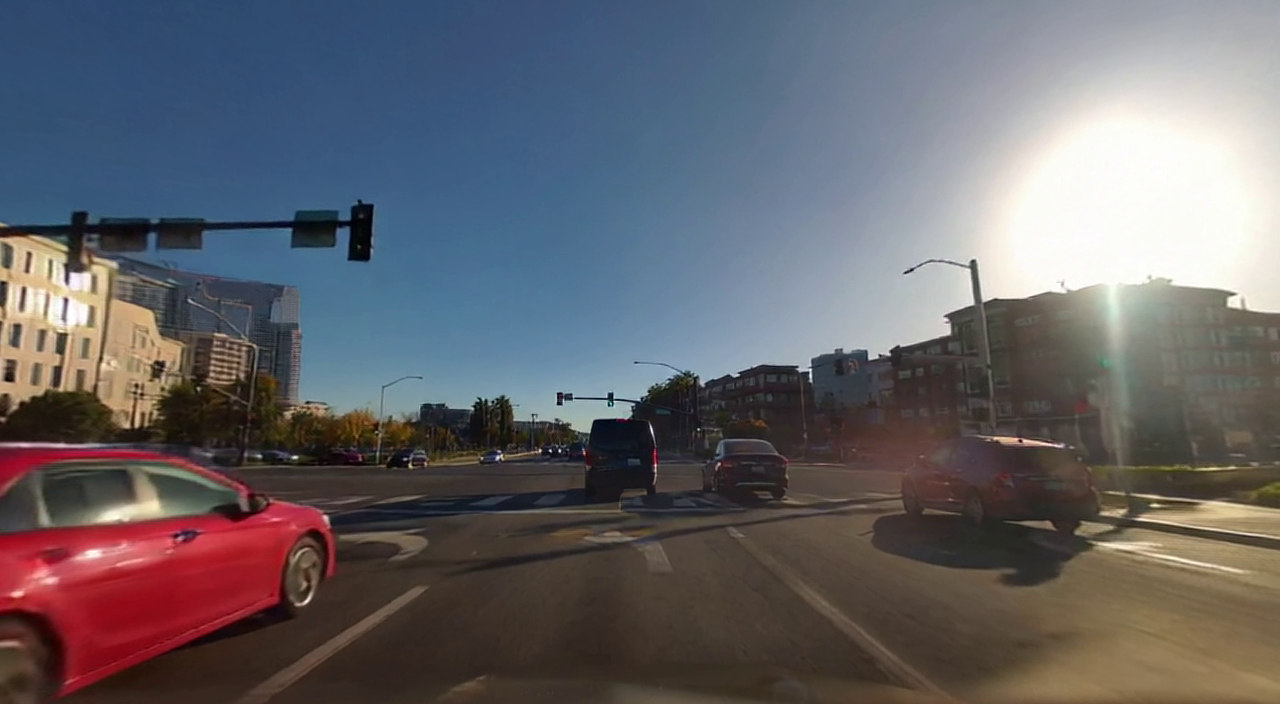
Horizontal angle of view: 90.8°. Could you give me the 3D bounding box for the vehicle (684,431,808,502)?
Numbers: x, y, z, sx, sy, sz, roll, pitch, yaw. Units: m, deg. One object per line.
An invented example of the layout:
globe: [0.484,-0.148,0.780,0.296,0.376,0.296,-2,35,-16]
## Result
vehicle: [2.801,3.198,18.113,2.462,1.736,4.899,0,-9,-3]

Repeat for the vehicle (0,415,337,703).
vehicle: [-3.470,1.019,2.764,1.997,1.430,4.655,0,-9,0]

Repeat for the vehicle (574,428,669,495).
vehicle: [-0.659,3.705,21.843,2.848,1.991,5.706,0,-9,-2]

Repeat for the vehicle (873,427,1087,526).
vehicle: [7.074,2.617,13.856,2.023,1.771,4.488,0,-9,-2]
